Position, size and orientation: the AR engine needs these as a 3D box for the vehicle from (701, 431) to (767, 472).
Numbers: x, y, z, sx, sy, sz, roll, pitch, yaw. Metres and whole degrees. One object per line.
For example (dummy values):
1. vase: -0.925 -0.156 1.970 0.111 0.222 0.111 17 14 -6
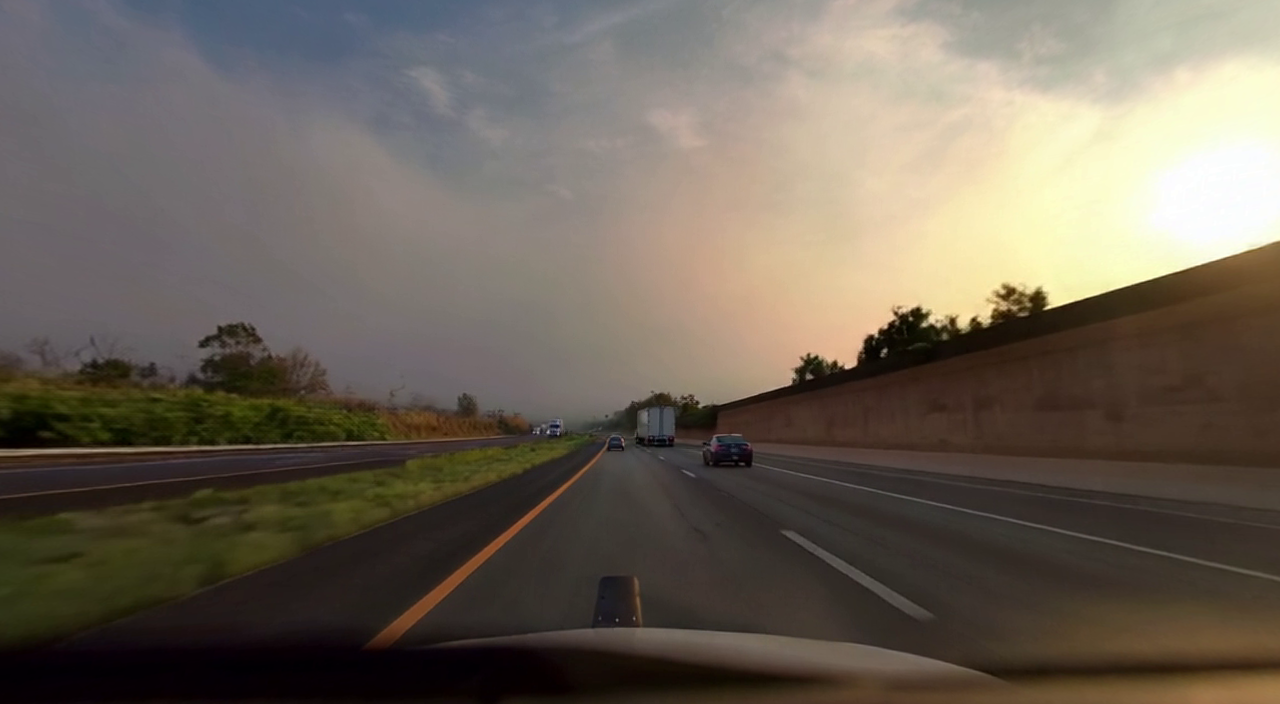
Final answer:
1. vehicle: 3.639 3.905 25.163 1.813 1.454 4.197 0 -7 -3
